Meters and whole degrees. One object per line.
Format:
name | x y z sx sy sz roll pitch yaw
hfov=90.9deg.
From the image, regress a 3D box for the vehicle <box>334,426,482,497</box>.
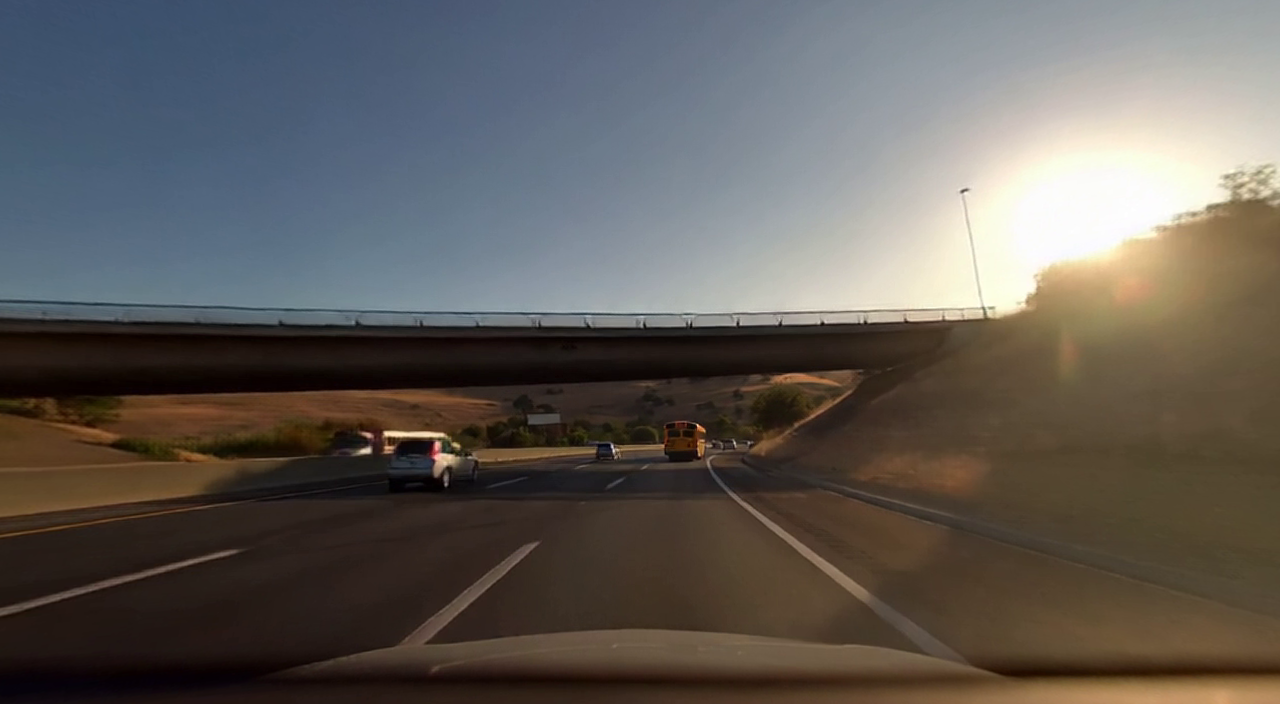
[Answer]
vehicle | -6.179 2.971 17.546 2.172 1.689 4.625 0 -8 3
